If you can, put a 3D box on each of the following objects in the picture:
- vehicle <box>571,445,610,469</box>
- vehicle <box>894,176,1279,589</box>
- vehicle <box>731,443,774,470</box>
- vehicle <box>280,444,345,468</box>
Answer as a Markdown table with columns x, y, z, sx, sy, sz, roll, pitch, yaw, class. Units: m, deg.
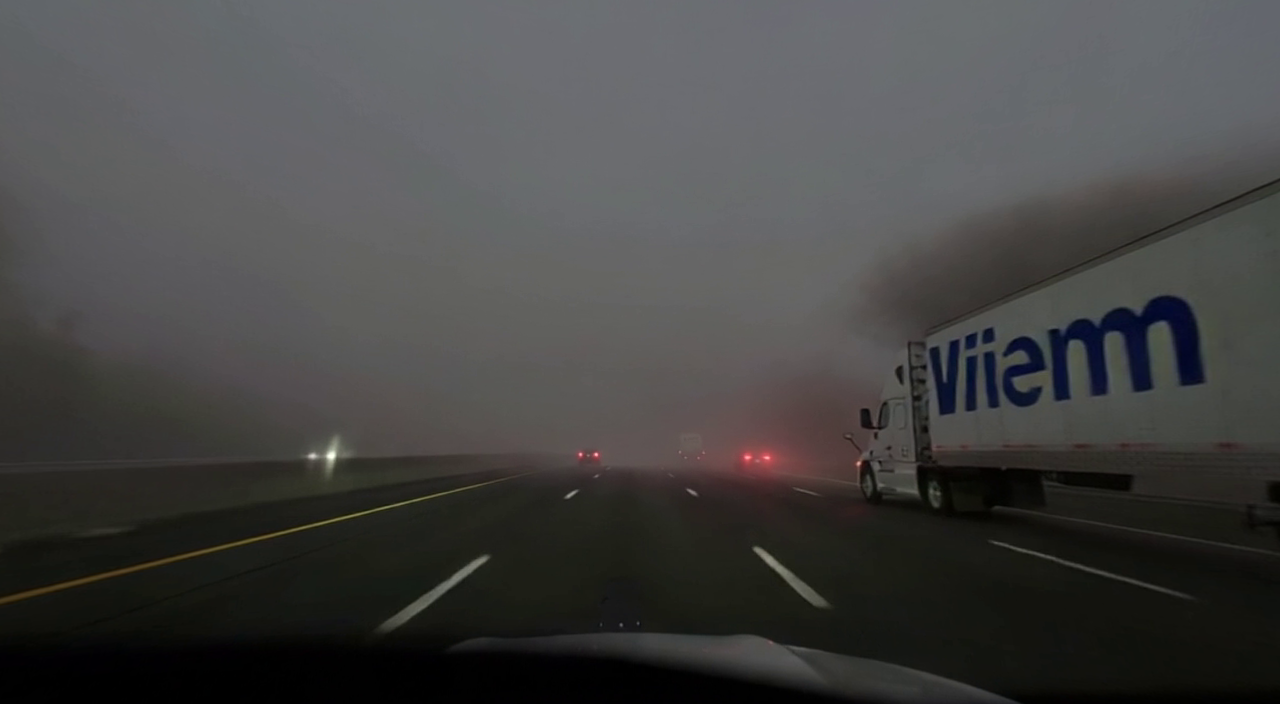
| x | y | z | sx | sy | sz | roll | pitch | yaw | class |
| --- | --- | --- | --- | --- | --- | --- | --- | --- | --- |
| -3.366 | 7.239 | 43.494 | 2.164 | 1.507 | 4.748 | 0 | -9 | 2 | vehicle |
| 7.951 | 0.592 | 8.202 | 2.912 | 4.143 | 15.538 | 0 | -9 | 0 | vehicle |
| 7.521 | 7.038 | 42.573 | 2.188 | 1.727 | 4.381 | 0 | -9 | 1 | vehicle |
| -24.885 | 7.916 | 48.059 | 2.104 | 1.686 | 4.874 | 0 | -9 | 3 | vehicle |
